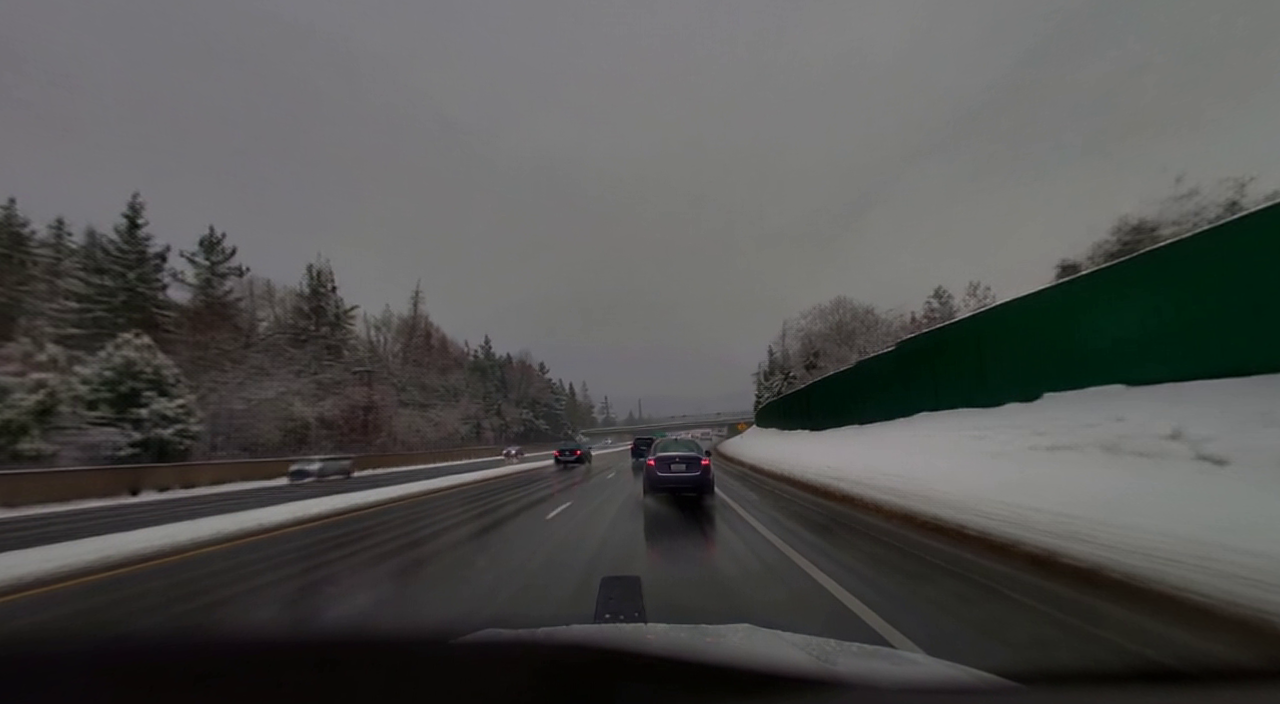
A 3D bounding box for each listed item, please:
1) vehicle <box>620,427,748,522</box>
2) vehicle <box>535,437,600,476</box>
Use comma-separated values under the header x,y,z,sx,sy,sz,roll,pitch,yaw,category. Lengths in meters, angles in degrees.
x,y,z,sx,sy,sz,roll,pitch,yaw,category
0.743,2.274,12.236,2.077,1.533,3.854,0,-8,1,vehicle
-2.937,4.356,26.481,2.059,1.471,4.152,0,-8,3,vehicle
